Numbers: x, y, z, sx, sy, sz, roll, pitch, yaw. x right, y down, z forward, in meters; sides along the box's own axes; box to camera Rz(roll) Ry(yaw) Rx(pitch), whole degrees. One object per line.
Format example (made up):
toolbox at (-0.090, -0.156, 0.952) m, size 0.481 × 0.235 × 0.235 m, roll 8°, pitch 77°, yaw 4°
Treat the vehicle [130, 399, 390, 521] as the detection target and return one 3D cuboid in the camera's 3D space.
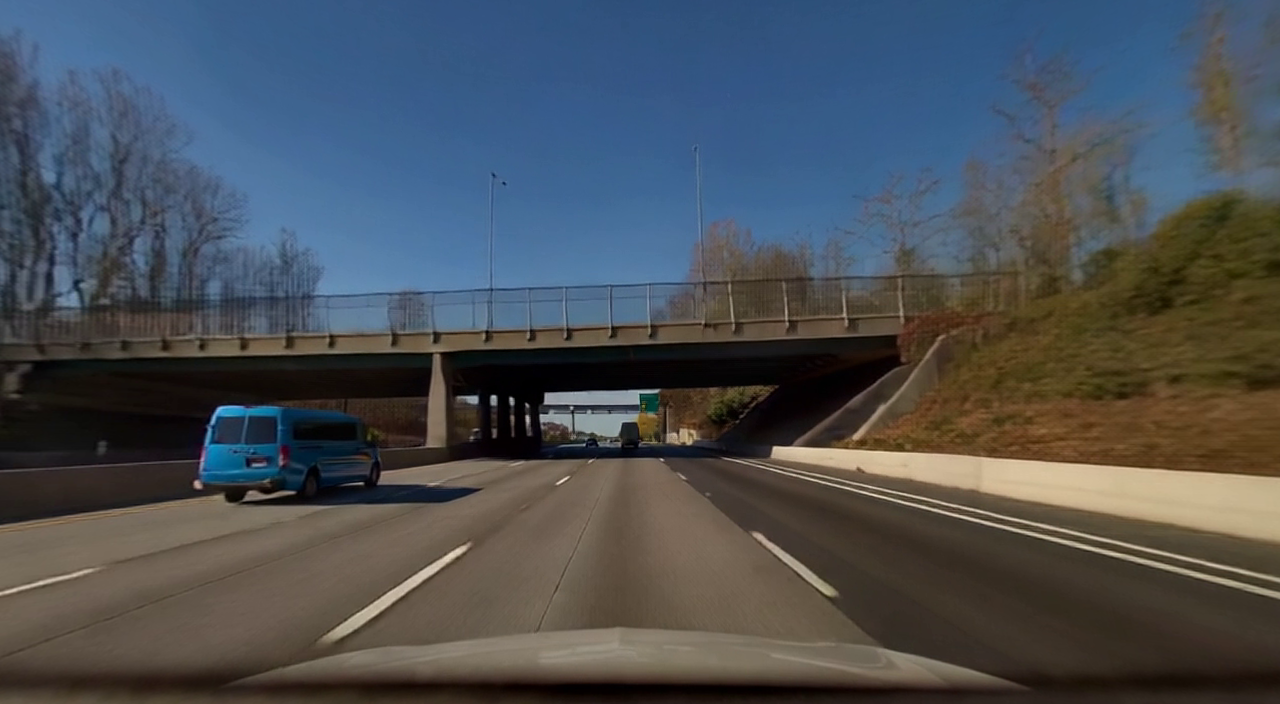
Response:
vehicle at (-7.342, 2.136, 13.085) m, size 2.150 × 1.996 × 5.341 m, roll 0°, pitch -8°, yaw -1°
